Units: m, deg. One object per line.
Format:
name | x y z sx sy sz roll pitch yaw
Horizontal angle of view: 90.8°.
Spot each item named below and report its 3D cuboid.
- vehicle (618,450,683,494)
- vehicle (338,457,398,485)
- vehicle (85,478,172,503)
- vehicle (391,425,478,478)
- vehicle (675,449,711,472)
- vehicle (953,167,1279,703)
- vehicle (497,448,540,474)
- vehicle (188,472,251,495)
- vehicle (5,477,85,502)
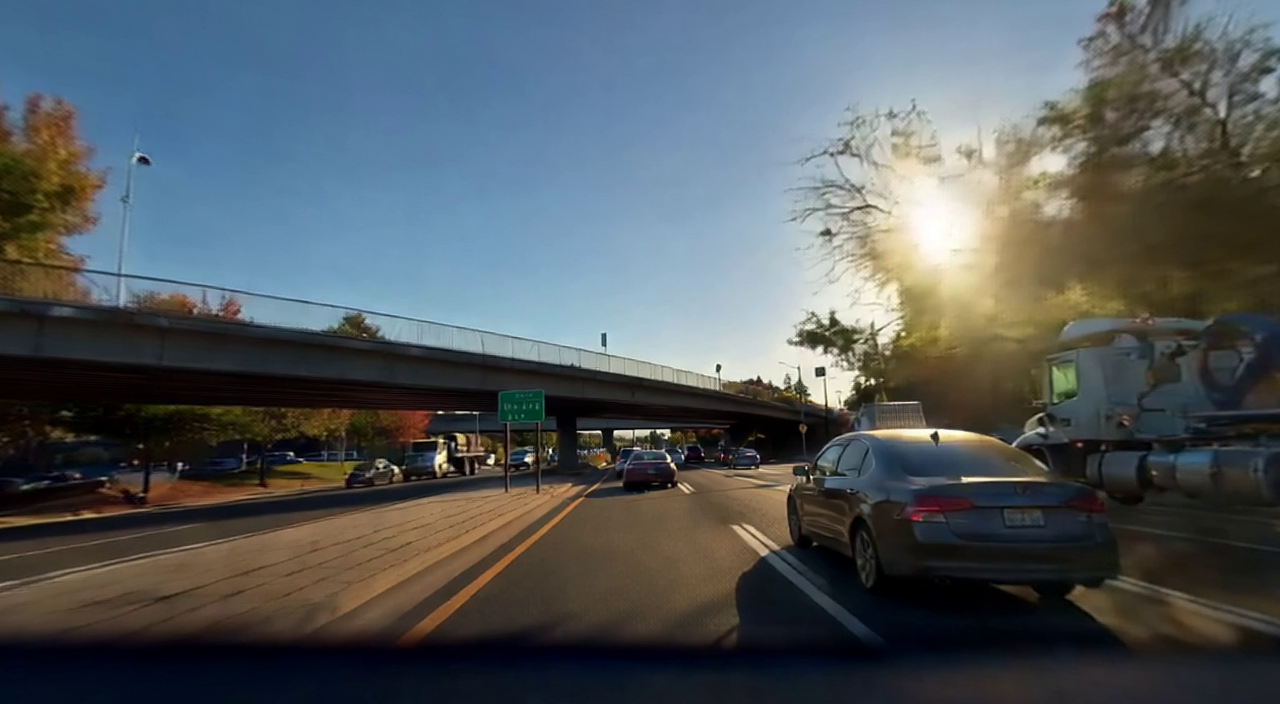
vehicle | 0.328 4.008 21.473 2.027 1.341 3.775 0 -9 0
vehicle | -19.225 8.431 44.890 2.091 1.771 4.727 0 -9 0
vehicle | -32.656 8.863 40.397 3.907 1.435 1.765 0 -9 -2
vehicle | -15.772 7.782 49.696 3.206 3.617 10.684 0 -9 0
vehicle | 3.420 7.071 41.474 1.962 1.431 4.205 0 -9 0
vehicle | 3.360 0.509 1.611 2.588 2.321 4.927 0 -9 1
vehicle | -8.773 7.882 46.060 2.165 1.764 4.671 0 -9 1
vehicle | -31.999 10.011 48.114 3.691 1.460 1.668 -4 -10 3
vehicle | -45.191 10.444 48.043 4.067 1.637 1.836 -1 -10 -1
